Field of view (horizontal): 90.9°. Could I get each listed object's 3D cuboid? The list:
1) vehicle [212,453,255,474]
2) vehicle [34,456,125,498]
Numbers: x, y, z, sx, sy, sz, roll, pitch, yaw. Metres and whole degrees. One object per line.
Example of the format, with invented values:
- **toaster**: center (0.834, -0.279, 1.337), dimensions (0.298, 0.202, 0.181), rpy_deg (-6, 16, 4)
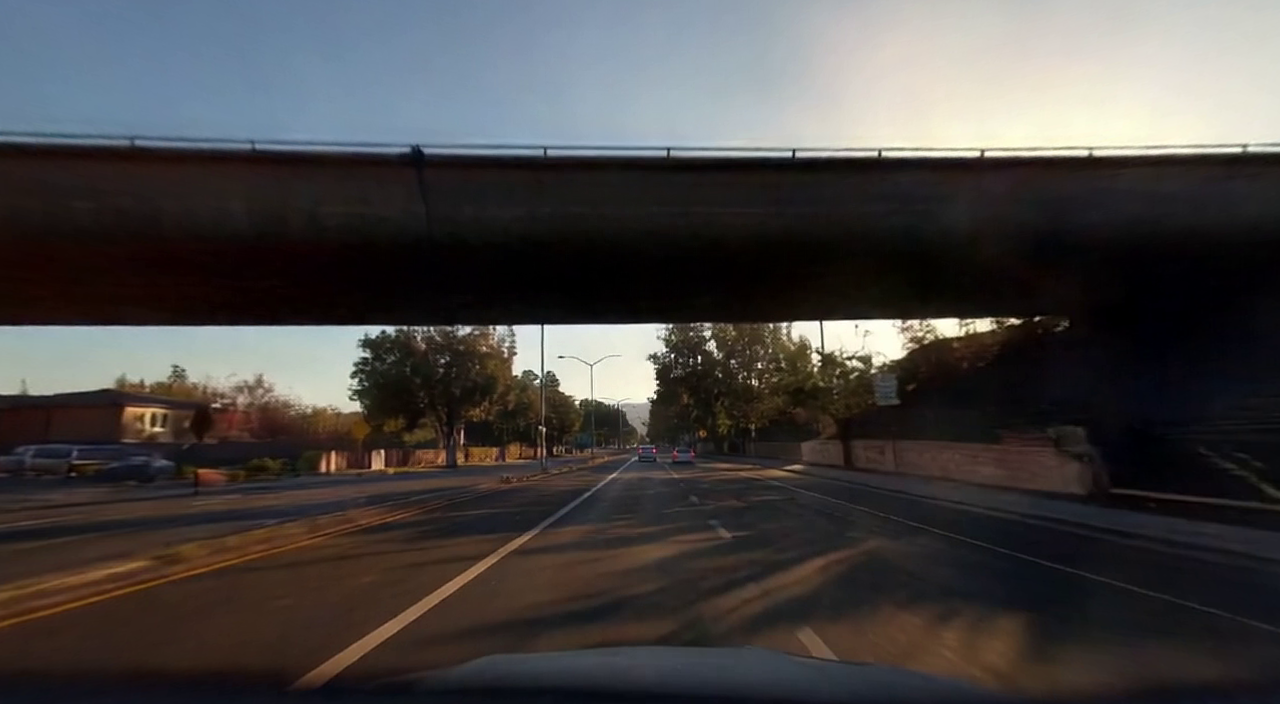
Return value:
- **vehicle**: center (-31.571, 8.640, 49.023), dimensions (1.858, 1.493, 4.734), rpy_deg (3, -9, -22)
- **vehicle**: center (-25.740, 5.685, 29.126), dimensions (1.847, 1.698, 4.345), rpy_deg (4, -9, -25)
